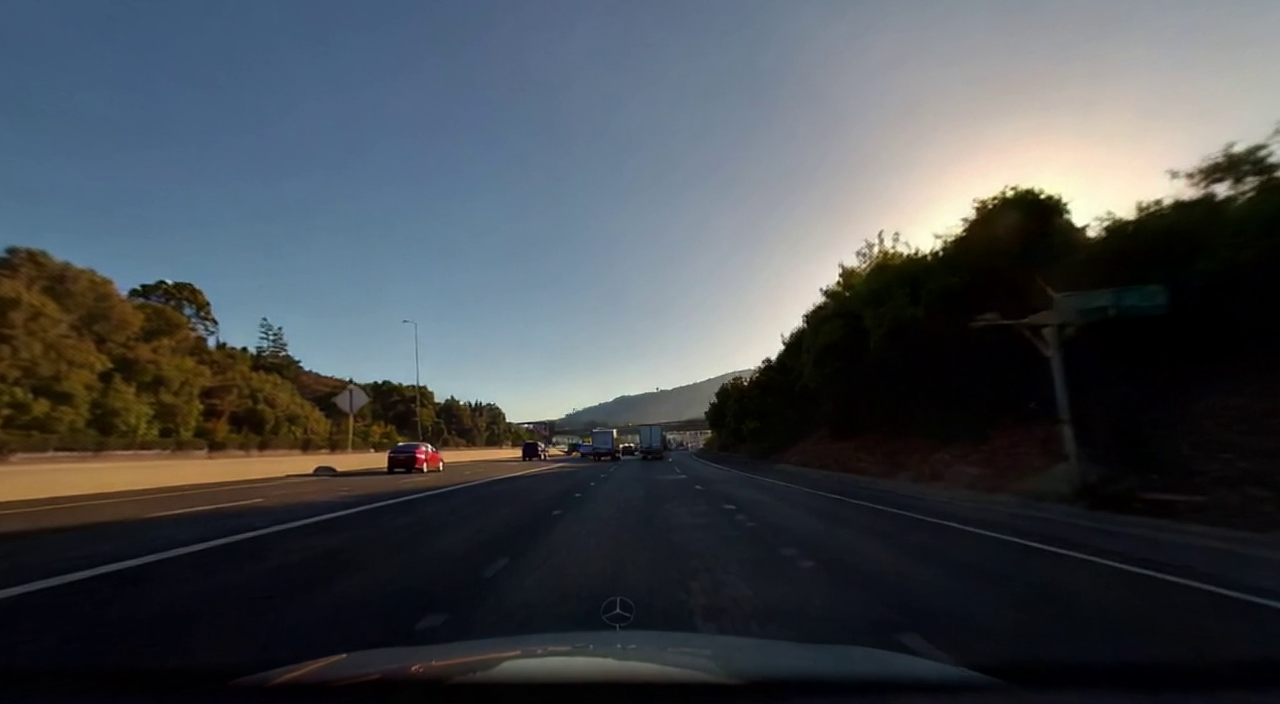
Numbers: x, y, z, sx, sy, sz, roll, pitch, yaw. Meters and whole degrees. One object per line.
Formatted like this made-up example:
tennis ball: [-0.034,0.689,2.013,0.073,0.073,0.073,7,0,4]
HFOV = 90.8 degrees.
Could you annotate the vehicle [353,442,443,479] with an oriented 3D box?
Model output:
vehicle: [-10.313,4.643,27.325,1.952,1.457,4.689,0,-8,1]

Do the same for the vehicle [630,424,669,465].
vehicle: [0.744,7.146,49.124,2.768,2.854,6.757,2,-8,1]
